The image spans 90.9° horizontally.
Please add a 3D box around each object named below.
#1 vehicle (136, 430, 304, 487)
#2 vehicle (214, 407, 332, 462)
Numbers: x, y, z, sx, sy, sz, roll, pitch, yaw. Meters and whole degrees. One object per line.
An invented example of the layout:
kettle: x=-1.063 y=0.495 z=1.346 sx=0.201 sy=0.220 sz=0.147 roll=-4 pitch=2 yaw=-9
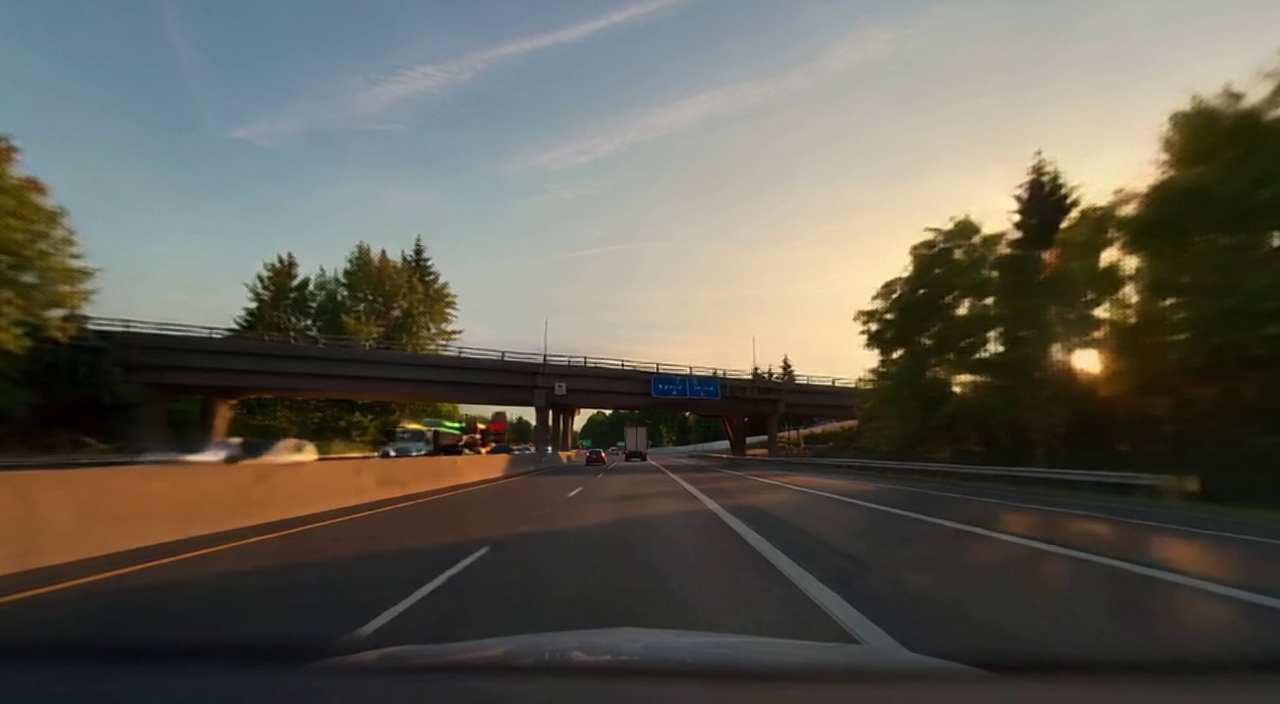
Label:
vehicle: x=-12.070 y=3.101 z=18.573 sx=1.813 sy=1.450 sz=4.501 roll=0 pitch=-9 yaw=1
vehicle: x=-23.702 y=5.506 z=41.353 sx=2.756 sy=3.192 sz=8.021 roll=0 pitch=-9 yaw=0
